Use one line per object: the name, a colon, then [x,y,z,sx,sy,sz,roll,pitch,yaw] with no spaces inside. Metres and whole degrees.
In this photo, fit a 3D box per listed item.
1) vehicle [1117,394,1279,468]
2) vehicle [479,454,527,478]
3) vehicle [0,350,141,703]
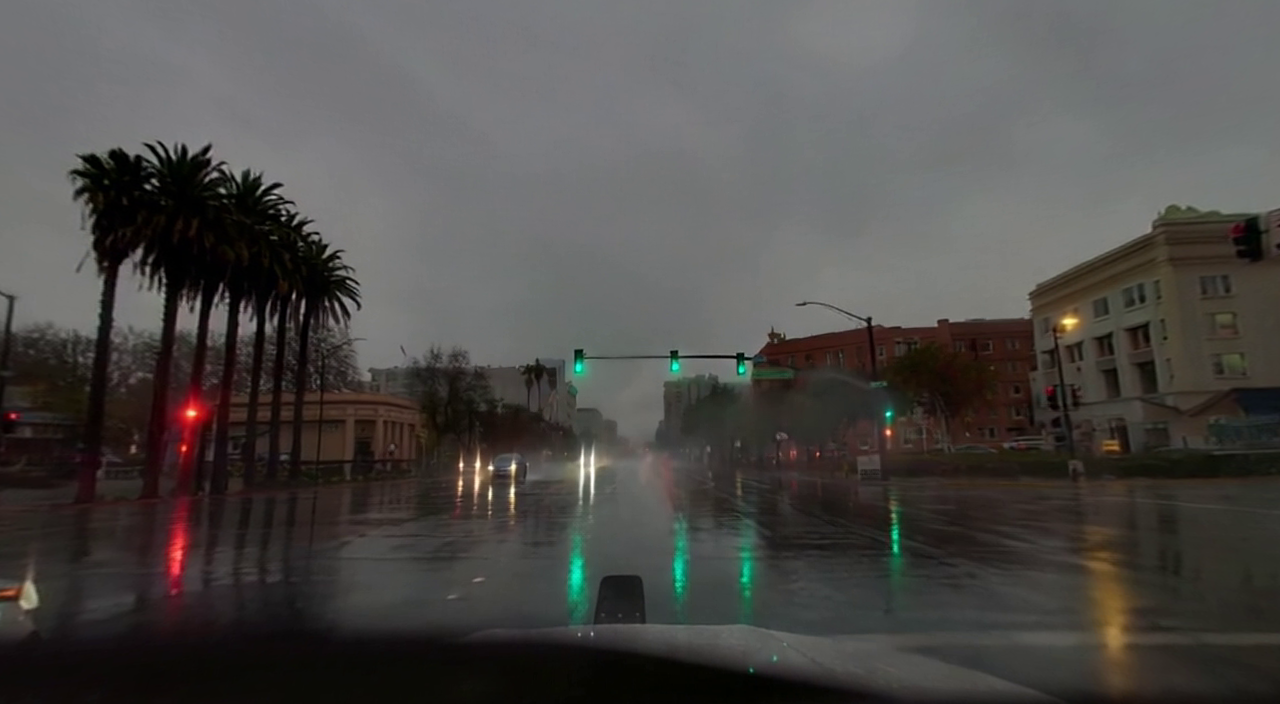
vehicle: [32.663,4.595,35.784,2.863,3.609,10.252,0,-8,-3]
vehicle: [-8.876,7.416,41.343,2.095,1.482,4.523,0,-9,0]
vehicle: [-3.574,0.594,0.868,2.026,1.723,4.832,1,-9,-4]
